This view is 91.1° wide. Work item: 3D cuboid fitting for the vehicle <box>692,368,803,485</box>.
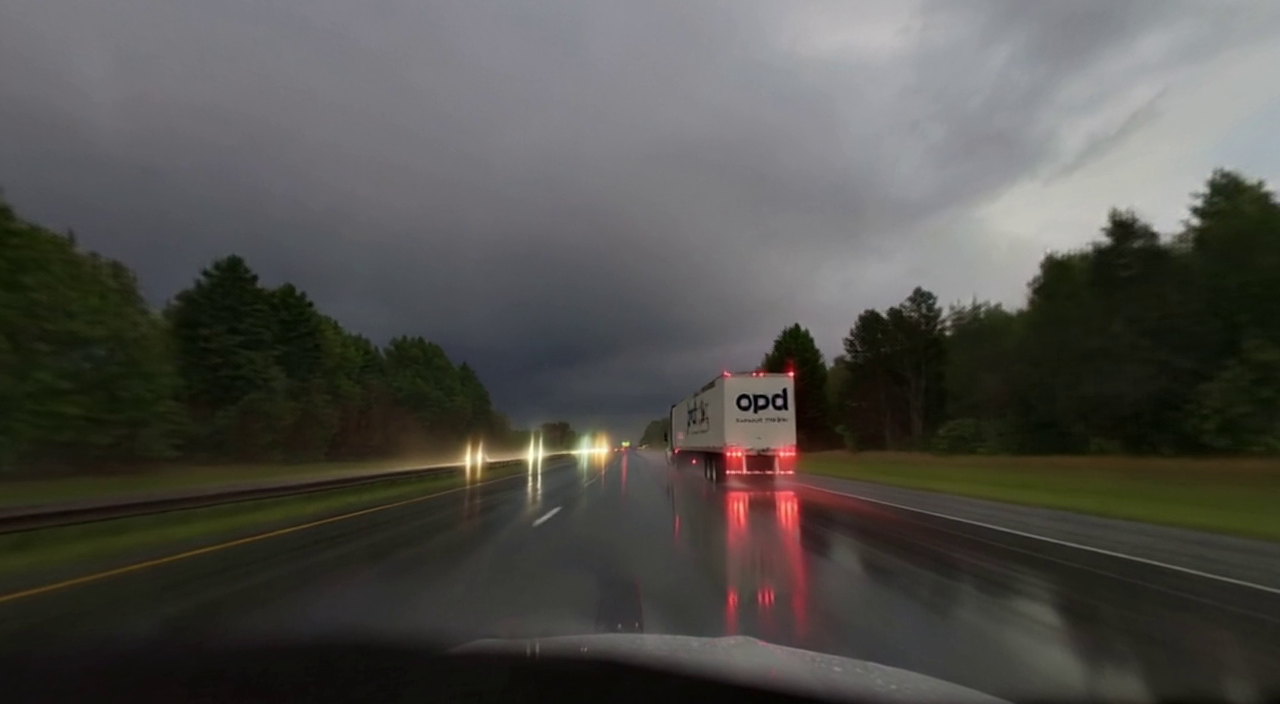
[{"bbox_3d":[3.965,3.148,25.496,2.856,3.933,8.334,0,-9,-1],"label":"vehicle"}]
